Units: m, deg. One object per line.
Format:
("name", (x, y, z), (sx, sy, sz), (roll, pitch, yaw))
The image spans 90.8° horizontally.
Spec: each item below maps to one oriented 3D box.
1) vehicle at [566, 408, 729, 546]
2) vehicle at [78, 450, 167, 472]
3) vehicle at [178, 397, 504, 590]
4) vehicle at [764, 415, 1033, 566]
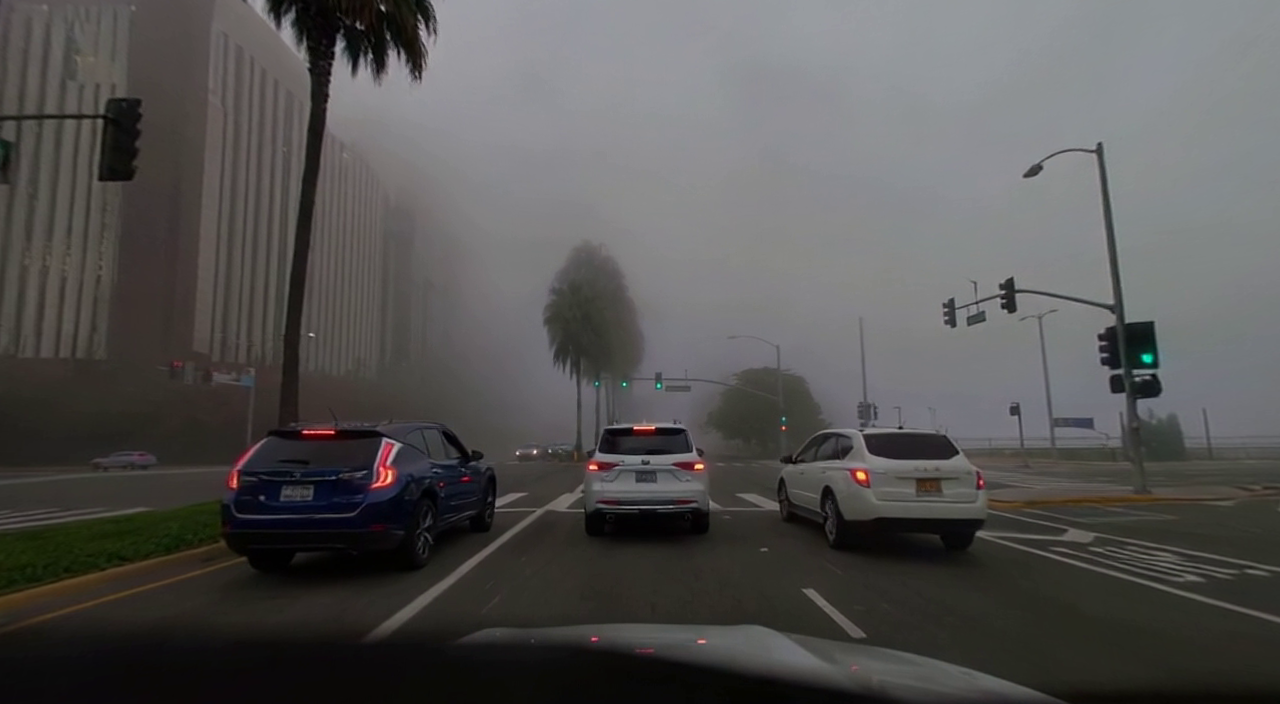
("vehicle", (0.096, 1.907, 10.227), (2.060, 1.730, 4.257), (0, -9, 0))
("vehicle", (-37.137, 7.794, 45.369), (4.787, 1.484, 1.816), (0, -9, 1))
("vehicle", (-3.133, 1.573, 7.761), (1.938, 1.713, 4.048), (0, -9, 1))
("vehicle", (3.107, 1.745, 8.643), (1.936, 1.567, 3.896), (0, -9, -1))
